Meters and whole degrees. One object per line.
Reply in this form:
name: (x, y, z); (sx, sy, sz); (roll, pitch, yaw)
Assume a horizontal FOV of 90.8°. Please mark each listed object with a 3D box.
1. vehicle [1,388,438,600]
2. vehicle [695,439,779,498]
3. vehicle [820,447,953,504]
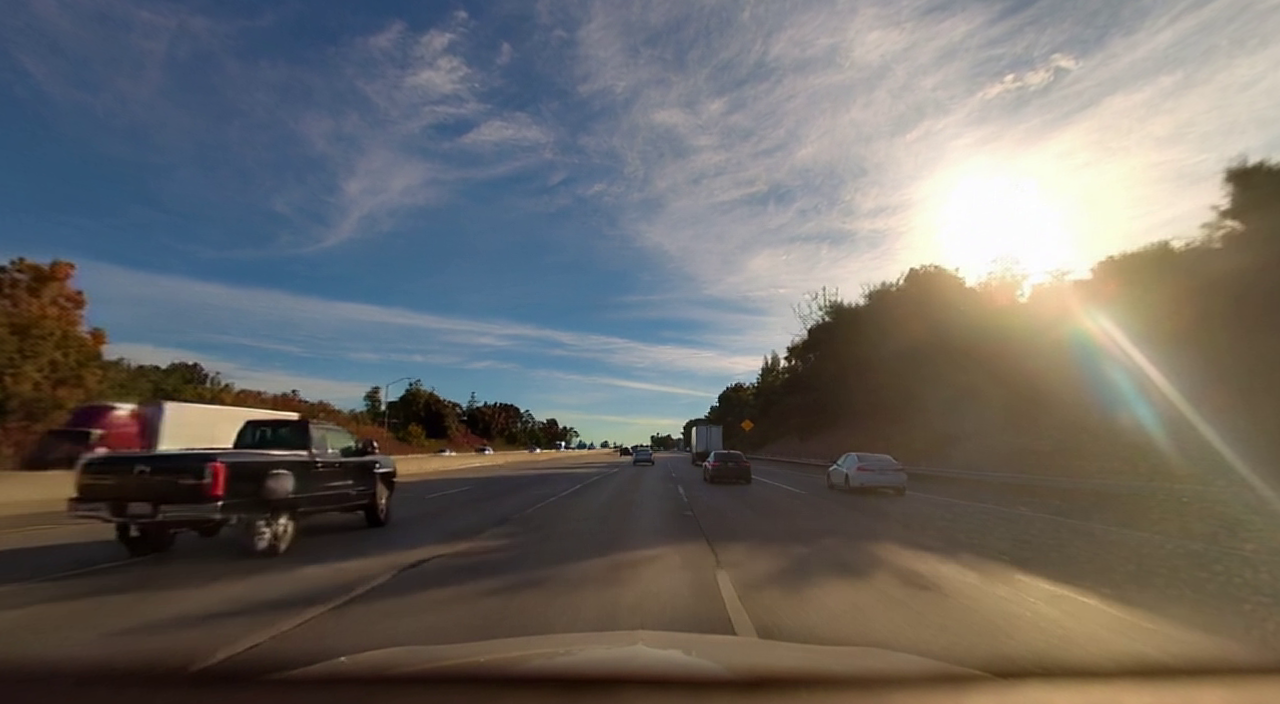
vehicle: (-4.633, 1.655, 8.351); (2.036, 1.892, 5.214); (0, -8, 2)
vehicle: (3.090, 3.823, 21.169); (2.103, 1.717, 4.399); (0, -8, 0)
vehicle: (7.237, 3.641, 19.190); (2.146, 1.482, 4.665); (0, -8, 0)
